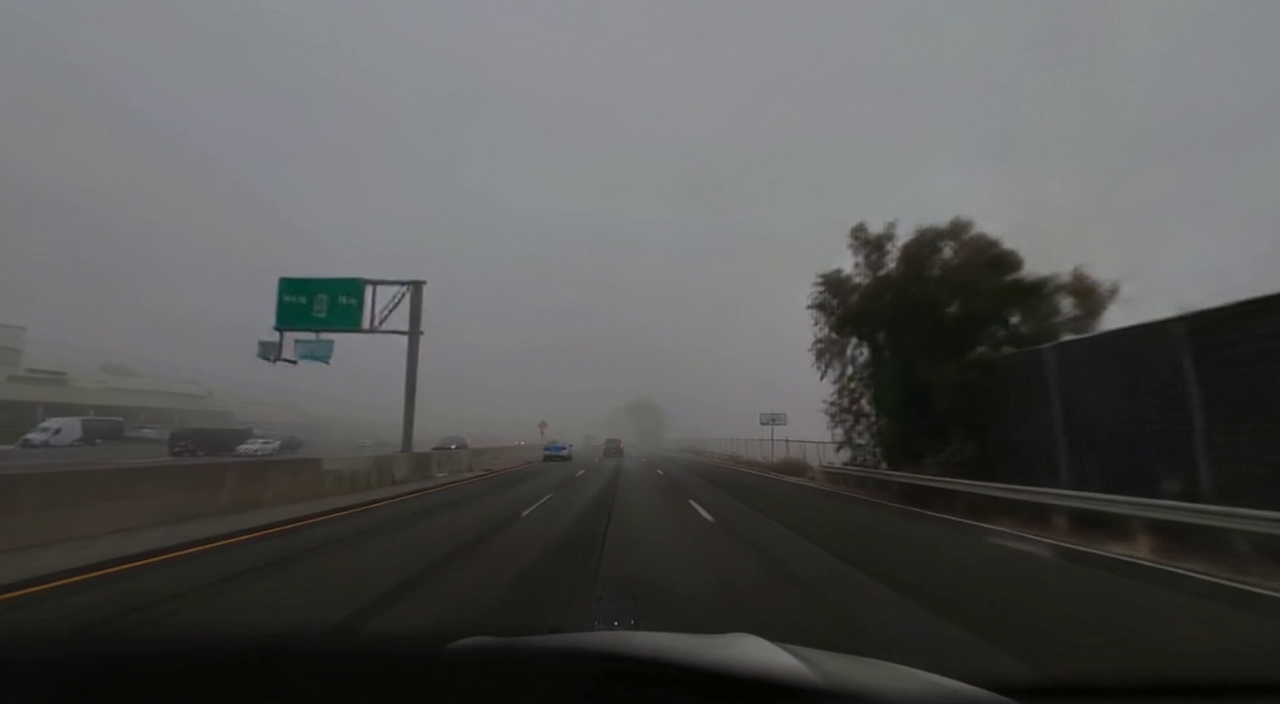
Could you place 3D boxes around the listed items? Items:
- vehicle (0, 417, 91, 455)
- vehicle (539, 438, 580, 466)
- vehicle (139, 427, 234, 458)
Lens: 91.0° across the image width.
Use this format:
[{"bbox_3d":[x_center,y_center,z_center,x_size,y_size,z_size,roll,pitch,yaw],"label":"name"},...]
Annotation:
[{"bbox_3d":[-41.679,5.743,42.805,5.841,2.498,2.655,0,-8,-5],"label":"vehicle"},{"bbox_3d":[-4.755,5.992,37.825,2.045,1.547,4.162,0,-8,-2],"label":"vehicle"},{"bbox_3d":[-30.765,6.152,42.822,4.674,1.939,2.061,0,-8,-7],"label":"vehicle"}]
